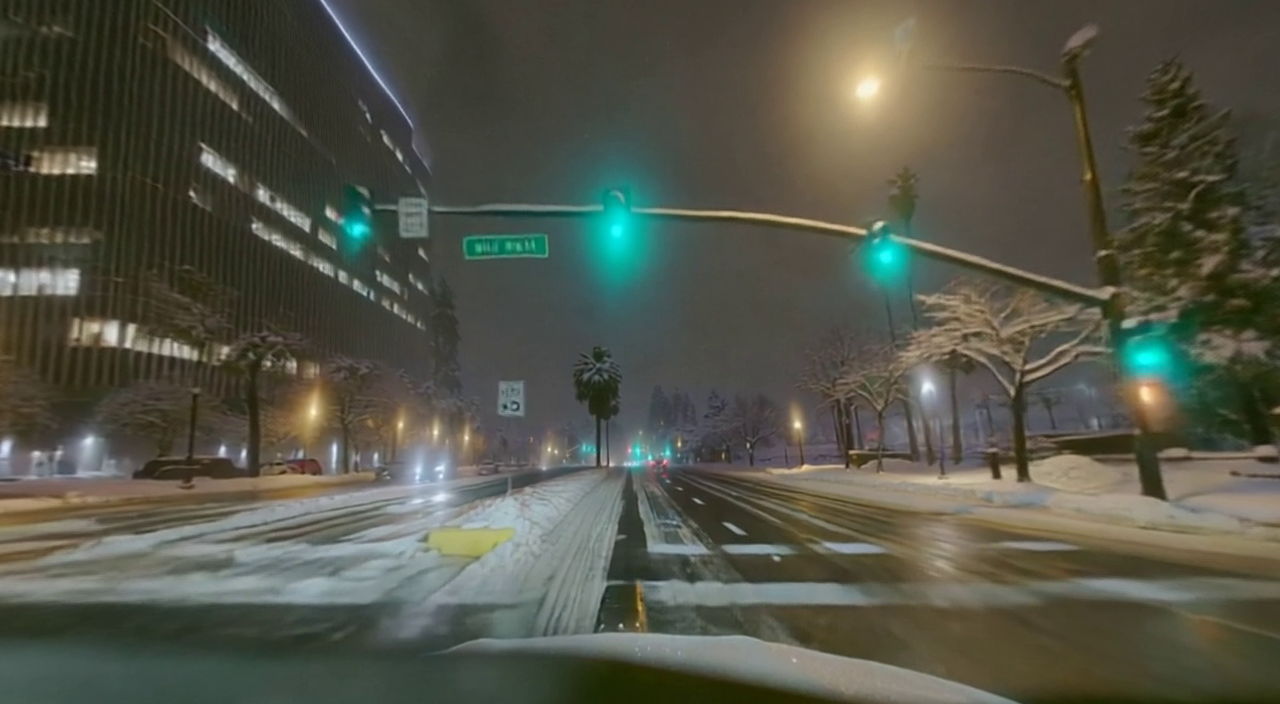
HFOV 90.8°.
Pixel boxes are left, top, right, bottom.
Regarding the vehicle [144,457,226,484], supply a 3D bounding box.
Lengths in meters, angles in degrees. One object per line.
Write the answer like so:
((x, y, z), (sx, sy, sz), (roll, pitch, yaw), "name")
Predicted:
((-32.246, 8.399, 44.848), (4.245, 1.642, 2.013), (-2, -9, -3), "vehicle")

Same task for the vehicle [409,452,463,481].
((-13.022, 7.310, 40.606), (1.923, 1.641, 4.551), (0, -8, 0), "vehicle")
